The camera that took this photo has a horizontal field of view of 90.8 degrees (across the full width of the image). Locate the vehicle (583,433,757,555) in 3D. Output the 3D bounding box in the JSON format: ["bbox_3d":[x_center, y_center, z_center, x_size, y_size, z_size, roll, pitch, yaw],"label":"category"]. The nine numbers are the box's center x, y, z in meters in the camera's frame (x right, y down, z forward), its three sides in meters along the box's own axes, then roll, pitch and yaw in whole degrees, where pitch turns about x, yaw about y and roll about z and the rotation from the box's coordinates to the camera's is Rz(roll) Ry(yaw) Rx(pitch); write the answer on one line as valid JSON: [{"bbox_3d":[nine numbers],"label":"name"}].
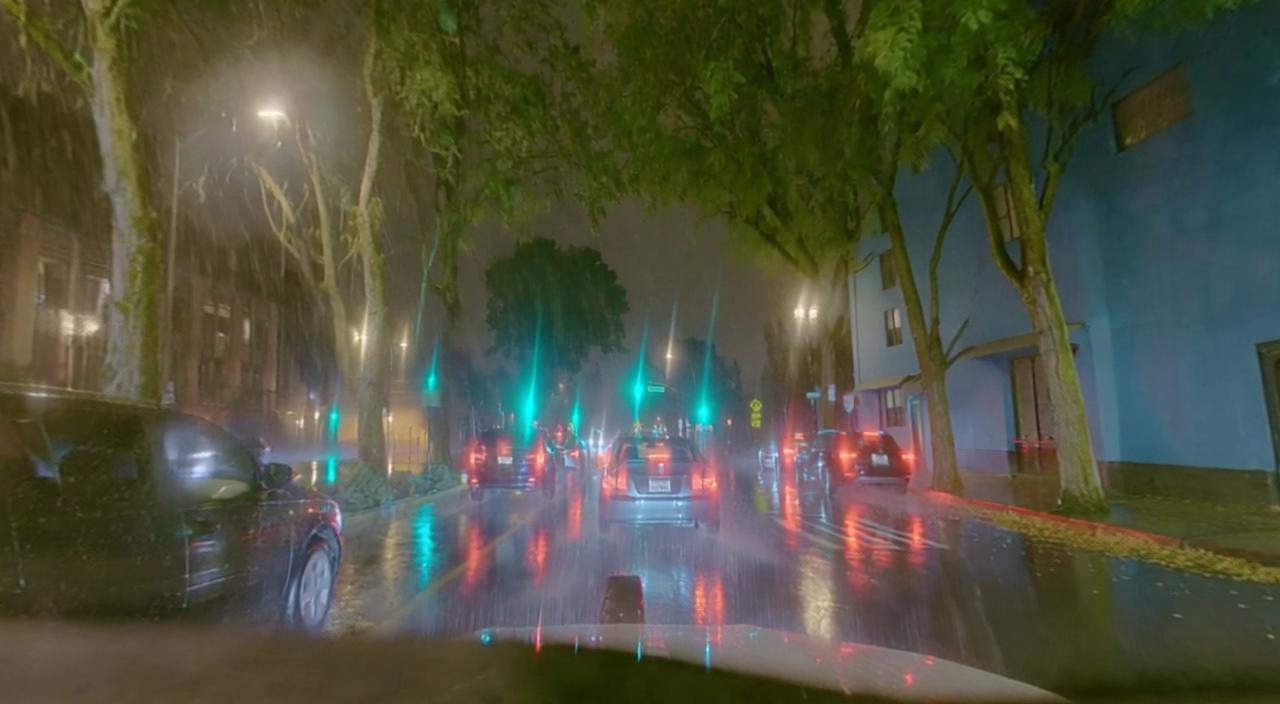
[{"bbox_3d":[0.273,1.995,9.578,2.095,1.438,3.843,0,-9,-3],"label":"vehicle"}]

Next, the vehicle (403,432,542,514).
[{"bbox_3d":[-3.511,2.625,14.232,1.901,1.522,4.556,0,-9,0],"label":"vehicle"}]

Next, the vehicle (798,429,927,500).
[{"bbox_3d":[6.341,3.248,18.686,2.025,1.808,4.579,0,-9,-2],"label":"vehicle"}]

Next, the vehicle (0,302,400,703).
[{"bbox_3d":[-3.270,0.927,3.380,2.152,1.802,4.628,0,-9,0],"label":"vehicle"}]
